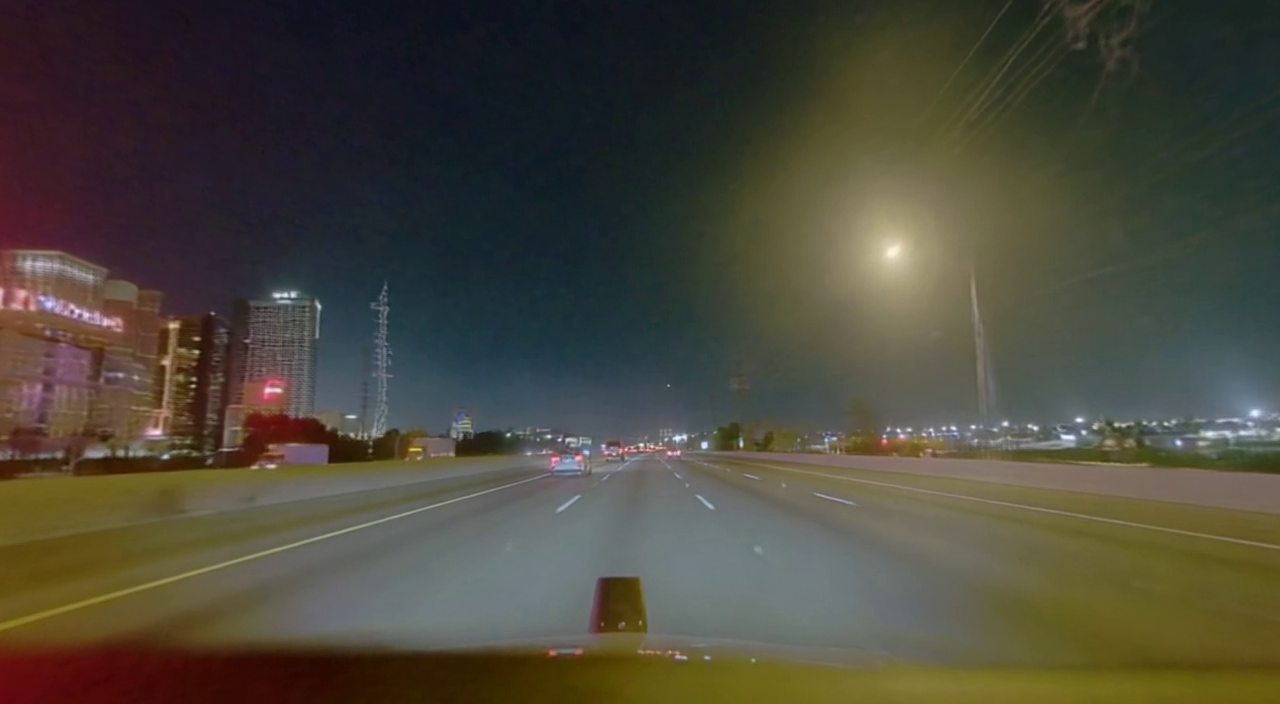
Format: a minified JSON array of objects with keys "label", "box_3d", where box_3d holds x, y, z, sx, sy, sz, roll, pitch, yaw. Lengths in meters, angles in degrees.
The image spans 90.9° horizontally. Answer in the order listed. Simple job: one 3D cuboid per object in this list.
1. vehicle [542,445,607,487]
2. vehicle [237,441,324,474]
[{"label":"vehicle","box_3d":[-2.396,4.322,24.175,1.891,1.444,3.968,-1,-8,3]},{"label":"vehicle","box_3d":[-26.641,7.837,47.146,3.012,2.300,6.199,0,-9,-2]}]
